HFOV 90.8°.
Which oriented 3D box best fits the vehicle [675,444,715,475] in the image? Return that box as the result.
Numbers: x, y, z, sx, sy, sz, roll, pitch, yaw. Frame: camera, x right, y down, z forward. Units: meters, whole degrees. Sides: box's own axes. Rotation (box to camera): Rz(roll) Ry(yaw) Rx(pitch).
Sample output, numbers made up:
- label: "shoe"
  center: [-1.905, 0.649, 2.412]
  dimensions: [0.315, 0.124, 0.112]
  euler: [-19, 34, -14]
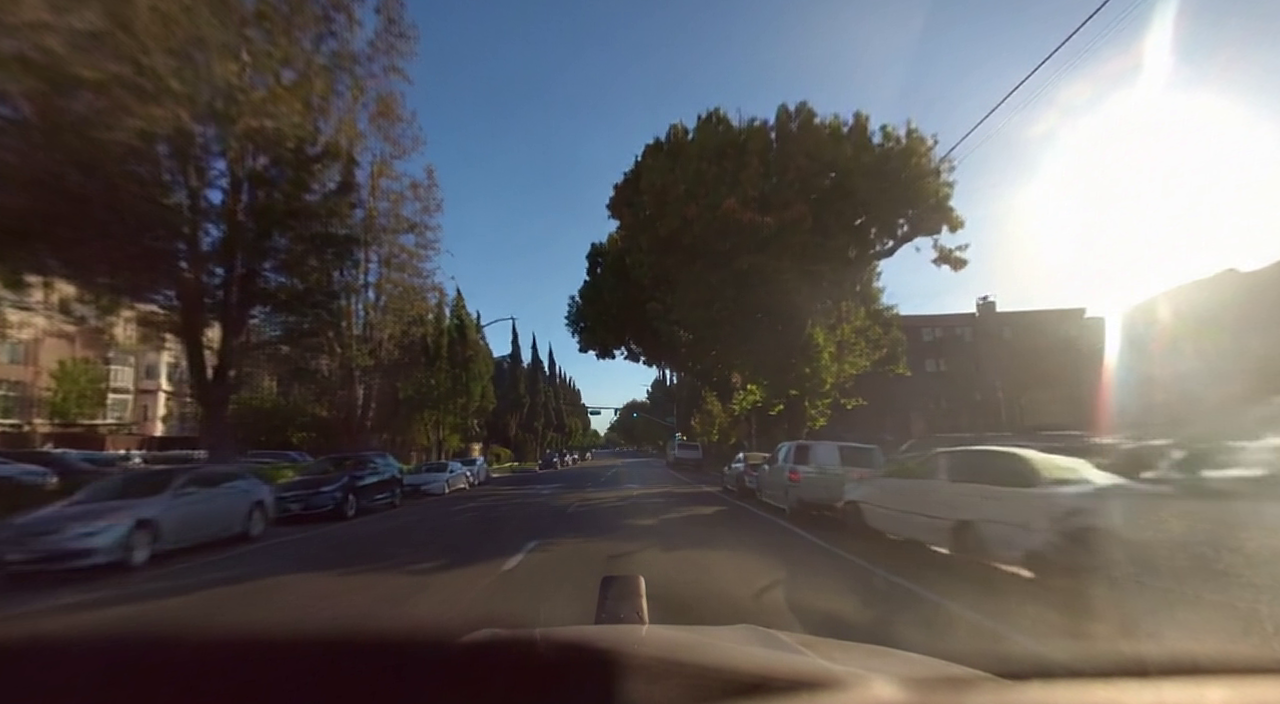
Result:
- label: "vehicle"
  center: [3.604, 7.137, 42.306]
  dimensions: [2.034, 1.906, 4.653]
  euler: [0, -9, -2]

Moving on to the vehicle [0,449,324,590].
- label: "vehicle"
  center: [-7.354, 2.472, 10.318]
  dimensions: [2.113, 1.486, 4.774]
  euler: [-3, -7, -2]

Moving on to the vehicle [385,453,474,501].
- label: "vehicle"
  center: [-7.697, 4.570, 23.608]
  dimensions: [2.013, 1.550, 4.290]
  euler: [0, -9, -2]

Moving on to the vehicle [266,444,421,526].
- label: "vehicle"
  center: [-7.562, 3.369, 16.743]
  dimensions: [2.091, 1.724, 4.536]
  euler: [-2, -7, -2]

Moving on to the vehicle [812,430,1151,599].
- label: "vehicle"
  center: [3.800, 1.849, 8.144]
  dimensions: [1.914, 1.552, 4.321]
  euler: [0, -9, 0]

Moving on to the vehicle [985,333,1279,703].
- label: "vehicle"
  center: [3.989, 0.765, 2.249]
  dimensions: [2.255, 1.863, 5.629]
  euler: [0, -9, -1]
